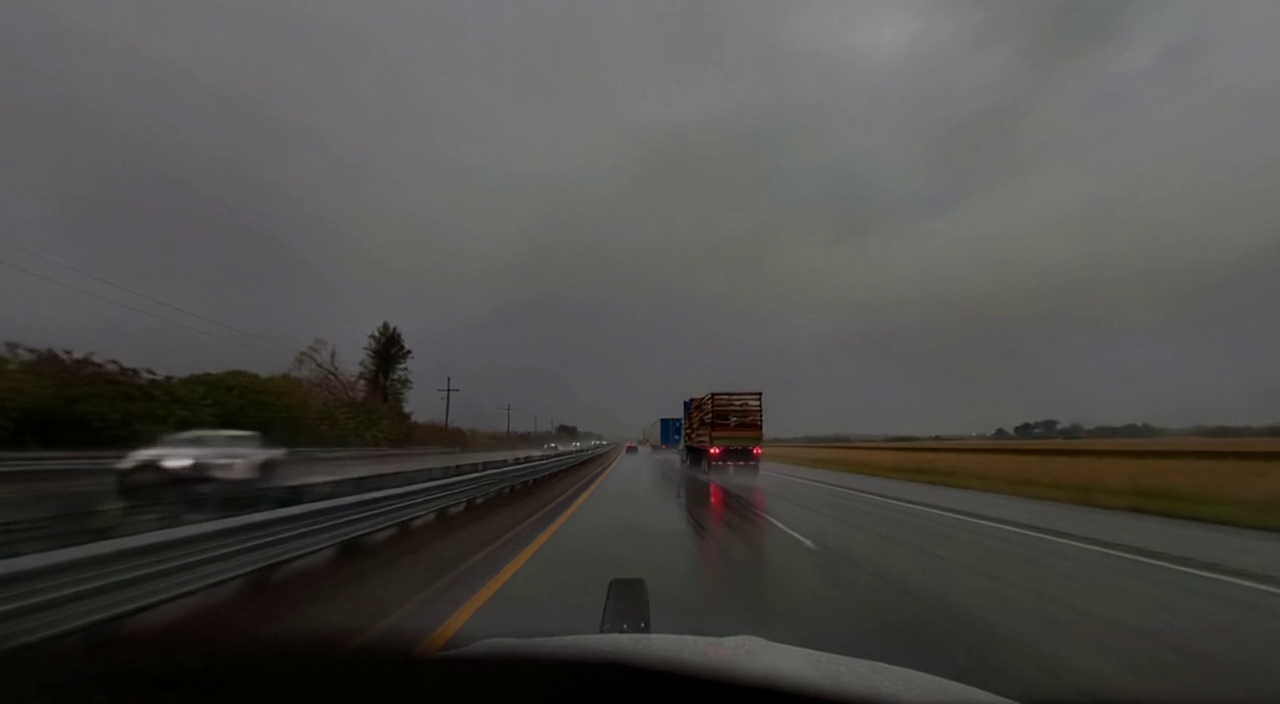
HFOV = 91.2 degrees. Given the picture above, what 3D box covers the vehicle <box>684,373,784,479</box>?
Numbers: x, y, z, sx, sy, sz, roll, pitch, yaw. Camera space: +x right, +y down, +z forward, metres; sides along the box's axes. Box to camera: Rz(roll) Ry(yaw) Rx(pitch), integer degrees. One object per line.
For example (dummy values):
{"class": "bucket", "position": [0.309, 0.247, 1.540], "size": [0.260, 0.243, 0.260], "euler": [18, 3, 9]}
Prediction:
{"class": "vehicle", "position": [4.081, 3.803, 31.079], "size": [3.024, 4.065, 13.796], "euler": [0, -8, 1]}
